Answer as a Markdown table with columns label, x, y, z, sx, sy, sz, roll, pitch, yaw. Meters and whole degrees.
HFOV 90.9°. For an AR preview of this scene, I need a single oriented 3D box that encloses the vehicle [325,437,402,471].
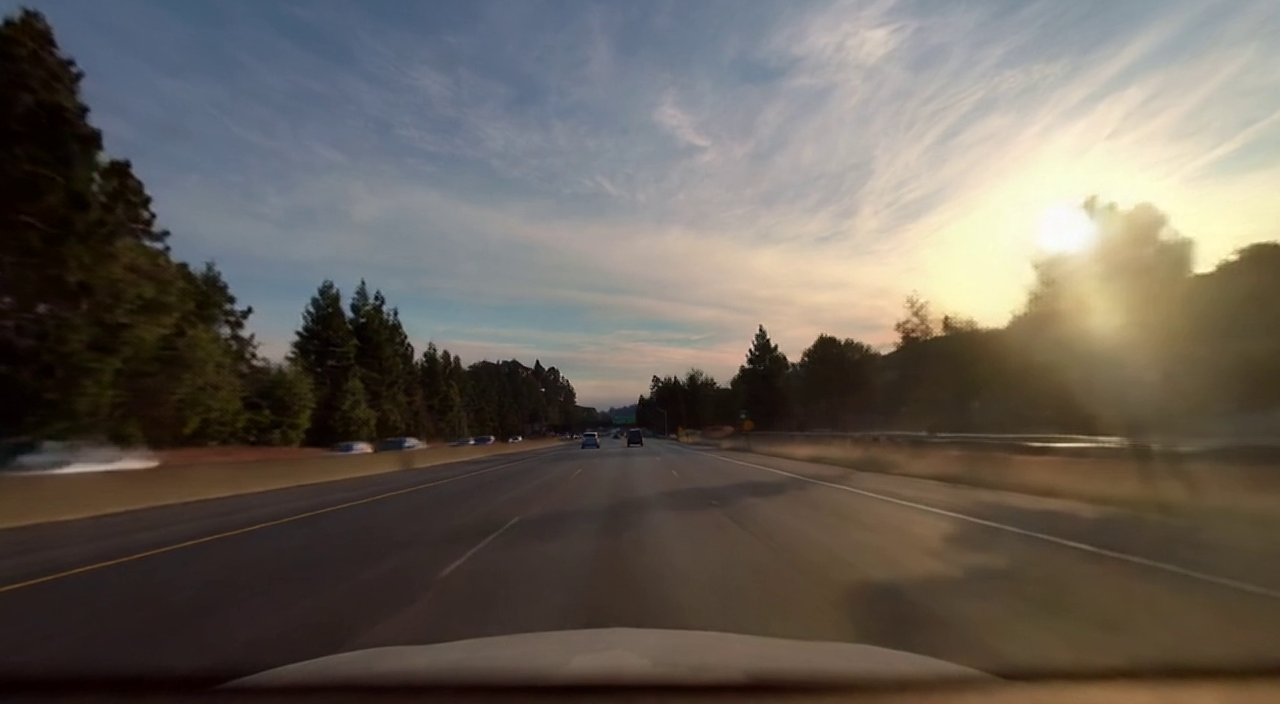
| label | x | y | z | sx | sy | sz | roll | pitch | yaw |
| --- | --- | --- | --- | --- | --- | --- | --- | --- | --- |
| vehicle | -12.706 | 4.662 | 29.178 | 1.810 | 1.435 | 3.941 | 0 | -8 | -1 |
